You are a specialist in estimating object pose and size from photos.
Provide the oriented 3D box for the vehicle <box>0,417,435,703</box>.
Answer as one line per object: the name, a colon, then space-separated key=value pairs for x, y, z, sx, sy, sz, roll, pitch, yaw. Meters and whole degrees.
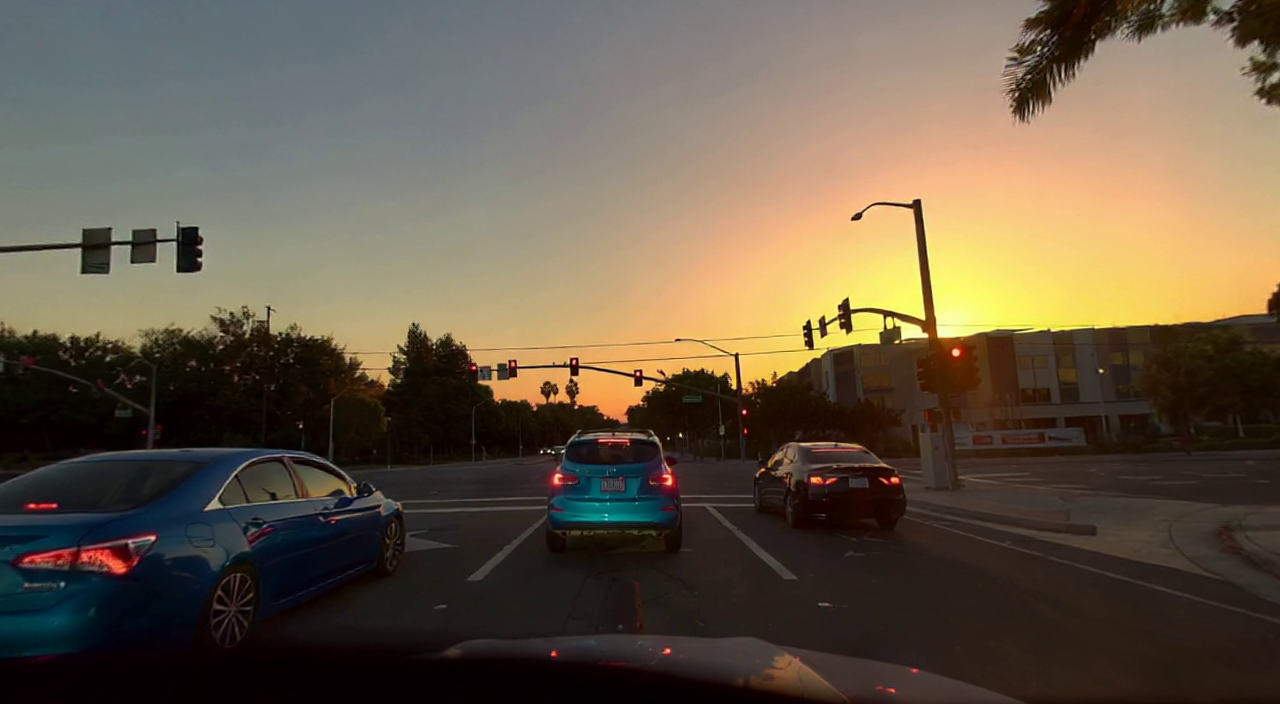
vehicle: x=-3.577 y=1.413 z=5.552 sx=2.052 sy=1.472 sz=4.479 roll=0 pitch=-8 yaw=0

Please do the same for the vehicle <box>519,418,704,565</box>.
vehicle: x=-0.345 y=1.830 z=8.979 sx=2.038 sy=1.599 sz=3.844 roll=0 pitch=-8 yaw=-1

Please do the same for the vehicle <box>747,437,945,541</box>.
vehicle: x=3.297 y=2.265 z=11.190 sx=1.970 sy=1.449 sz=4.433 roll=0 pitch=-8 yaw=-1
